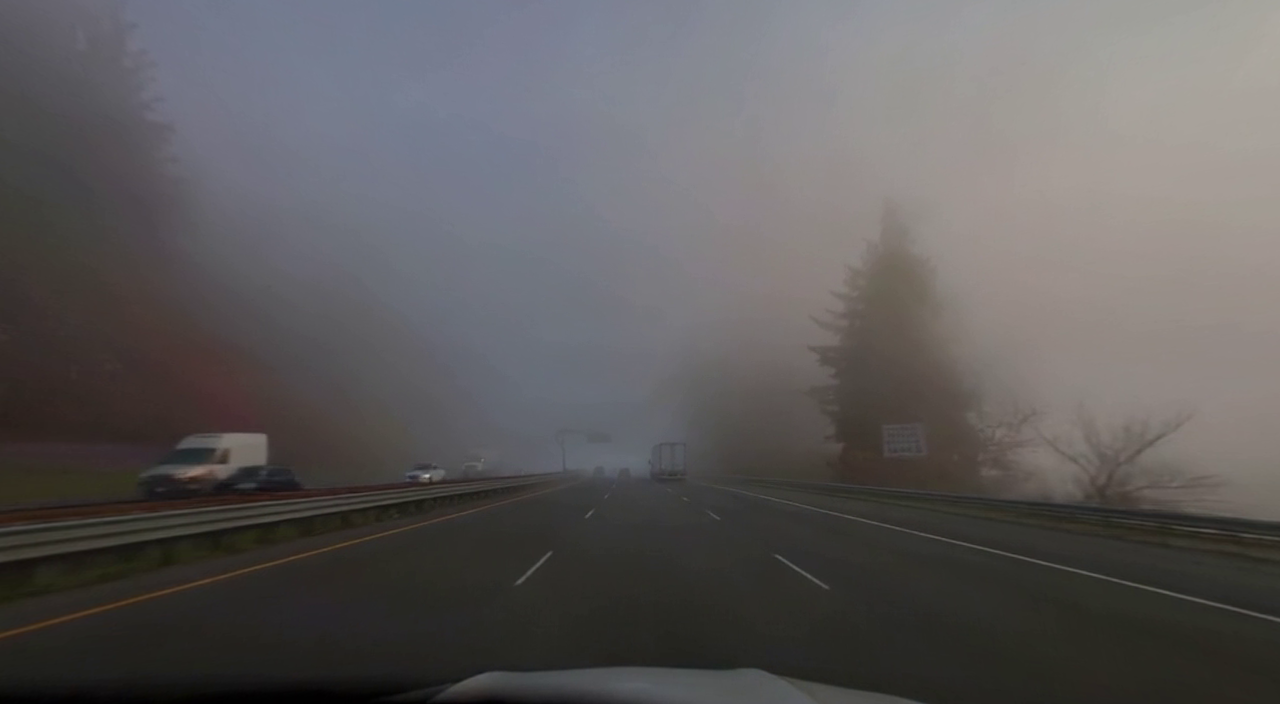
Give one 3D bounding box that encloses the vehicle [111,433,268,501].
[{"bbox_3d":[-19.748,5.146,28.189,2.350,2.655,6.249,1,-10,-1],"label":"vehicle"}]
